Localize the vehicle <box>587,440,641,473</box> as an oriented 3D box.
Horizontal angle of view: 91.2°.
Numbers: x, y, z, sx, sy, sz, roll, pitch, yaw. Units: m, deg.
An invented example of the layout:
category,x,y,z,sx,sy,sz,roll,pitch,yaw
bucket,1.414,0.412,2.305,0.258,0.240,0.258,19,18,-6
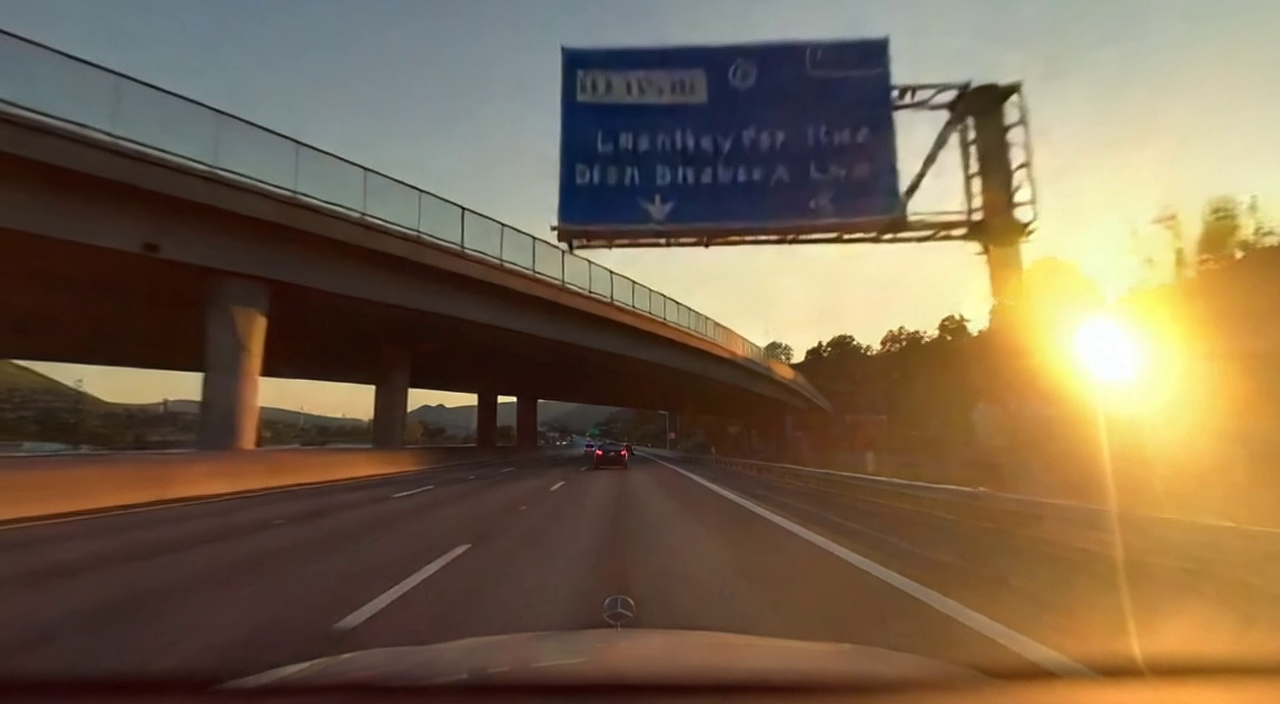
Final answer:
category,x,y,z,sx,sy,sz,roll,pitch,yaw
vehicle,-1.206,5.153,31.128,2.055,1.509,4.255,-1,-9,6
